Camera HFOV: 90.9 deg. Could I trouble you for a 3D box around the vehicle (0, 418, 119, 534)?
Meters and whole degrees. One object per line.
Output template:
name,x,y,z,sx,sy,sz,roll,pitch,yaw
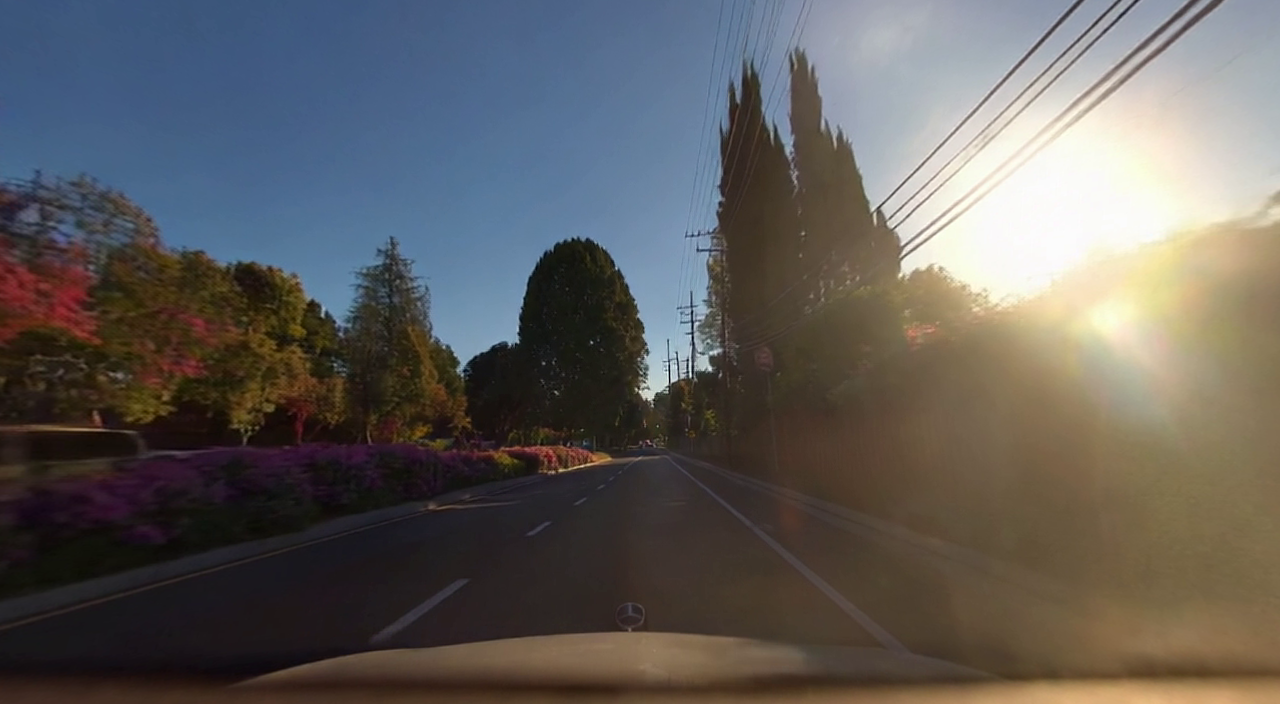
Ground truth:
vehicle,-11.161,1.976,10.001,2.044,1.815,4.244,0,-8,1
